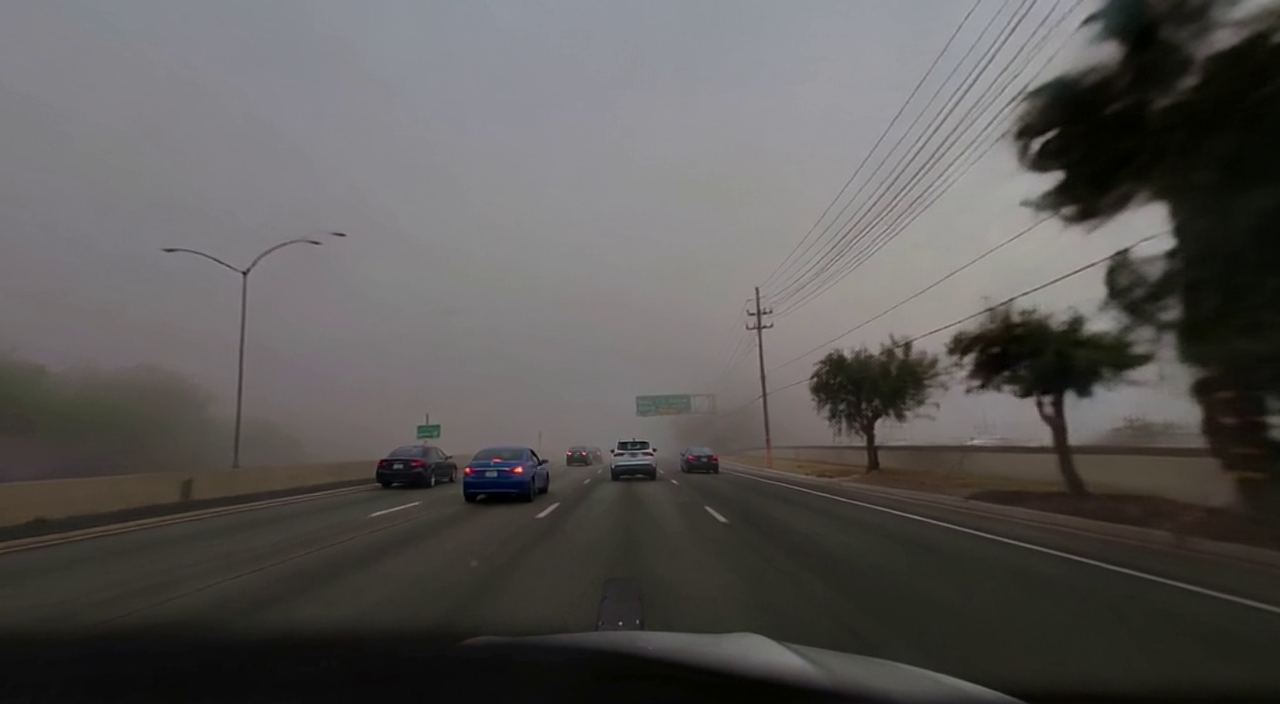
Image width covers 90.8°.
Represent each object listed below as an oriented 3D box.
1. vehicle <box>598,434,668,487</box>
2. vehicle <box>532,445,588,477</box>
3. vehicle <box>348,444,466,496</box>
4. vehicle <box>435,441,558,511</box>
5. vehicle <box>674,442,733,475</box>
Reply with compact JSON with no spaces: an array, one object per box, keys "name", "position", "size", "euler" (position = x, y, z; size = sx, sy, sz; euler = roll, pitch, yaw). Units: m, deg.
[{"name":"vehicle","position":[-0.256,3.876,22.906],"size":[2.284,1.699,4.168],"euler":[0,-8,-1]},{"name":"vehicle","position":[-3.852,5.305,31.176],"size":[2.203,1.425,4.610],"euler":[0,-8,0]},{"name":"vehicle","position":[-7.185,3.659,20.098],"size":[1.959,1.435,4.719],"euler":[0,-8,0]},{"name":"vehicle","position":[-3.305,2.937,15.534],"size":[1.958,1.447,4.454],"euler":[0,-8,0]},{"name":"vehicle","position":[2.965,5.055,30.356],"size":[2.197,1.464,4.356],"euler":[0,-8,-2]}]
